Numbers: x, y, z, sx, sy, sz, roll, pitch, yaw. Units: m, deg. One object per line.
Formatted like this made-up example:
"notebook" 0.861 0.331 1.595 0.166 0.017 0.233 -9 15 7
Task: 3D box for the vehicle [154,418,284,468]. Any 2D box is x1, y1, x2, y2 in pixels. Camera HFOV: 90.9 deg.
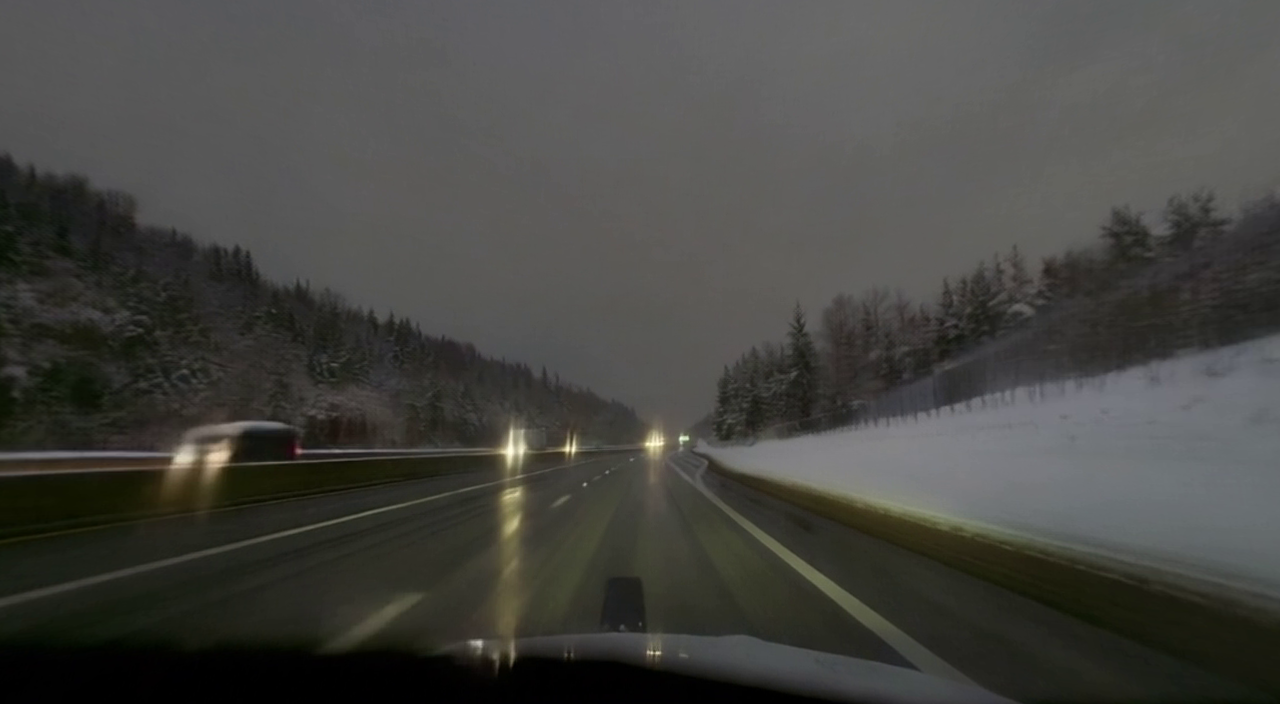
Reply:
"vehicle" -19.334 4.271 29.368 2.257 2.085 5.396 0 -9 1
